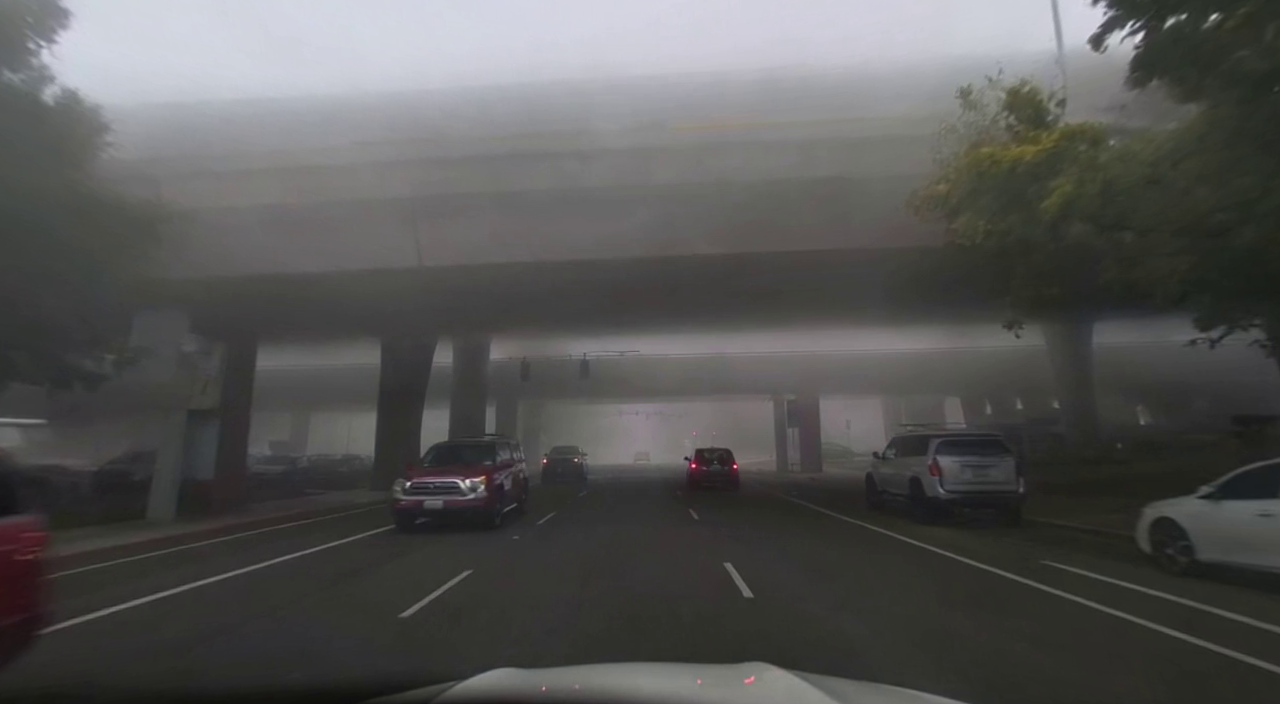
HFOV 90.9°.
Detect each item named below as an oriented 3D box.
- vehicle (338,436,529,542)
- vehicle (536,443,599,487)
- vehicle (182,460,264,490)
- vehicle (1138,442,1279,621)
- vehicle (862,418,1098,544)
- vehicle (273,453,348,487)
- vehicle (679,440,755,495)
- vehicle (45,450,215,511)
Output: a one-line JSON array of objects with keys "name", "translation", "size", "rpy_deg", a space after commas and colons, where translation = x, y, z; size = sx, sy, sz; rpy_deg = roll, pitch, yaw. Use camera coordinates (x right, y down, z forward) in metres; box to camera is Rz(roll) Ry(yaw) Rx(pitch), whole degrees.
[{"name": "vehicle", "translation": [-3.530, 2.411, 11.788], "size": [2.137, 1.586, 4.201], "rpy_deg": [0, -8, 0]}, {"name": "vehicle", "translation": [-2.914, 4.627, 26.267], "size": [2.076, 1.653, 4.152], "rpy_deg": [-1, -8, 1]}, {"name": "vehicle", "translation": [-24.422, 7.179, 37.149], "size": [1.771, 1.516, 4.508], "rpy_deg": [0, -8, -1]}, {"name": "vehicle", "translation": [6.686, 1.505, 4.980], "size": [2.004, 1.586, 4.380], "rpy_deg": [-1, -8, 2]}, {"name": "vehicle", "translation": [6.386, 2.458, 12.661], "size": [2.284, 2.048, 4.379], "rpy_deg": [0, -8, 1]}, {"name": "vehicle", "translation": [-17.989, 6.430, 34.707], "size": [1.778, 1.629, 4.330], "rpy_deg": [0, -8, 0]}, {"name": "vehicle", "translation": [2.357, 3.670, 20.367], "size": [1.947, 1.576, 3.825], "rpy_deg": [0, -8, 0]}, {"name": "vehicle", "translation": [-17.711, 4.418, 22.299], "size": [1.950, 1.845, 4.669], "rpy_deg": [-1, -8, 2]}]
